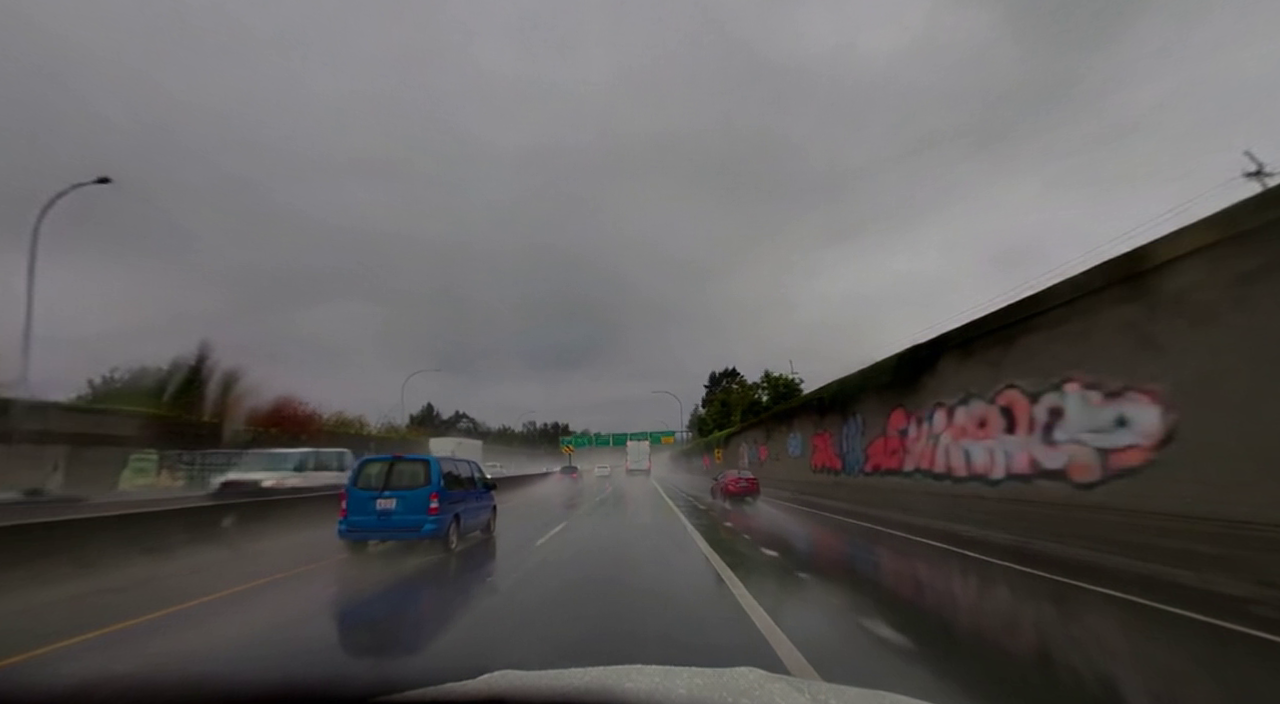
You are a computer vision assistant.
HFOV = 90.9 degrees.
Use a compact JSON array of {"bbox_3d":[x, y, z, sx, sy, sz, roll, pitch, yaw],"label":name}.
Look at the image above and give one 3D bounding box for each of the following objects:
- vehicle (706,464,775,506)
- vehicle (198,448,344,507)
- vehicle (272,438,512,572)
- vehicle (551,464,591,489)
[{"bbox_3d":[3.830,5.186,24.794,1.917,1.458,4.199,1,-10,-1],"label":"vehicle"},{"bbox_3d":[-12.928,4.452,22.593,2.125,1.796,5.031,1,-10,1],"label":"vehicle"},{"bbox_3d":[-3.544,2.314,10.147,2.004,1.610,4.508,1,-10,0],"label":"vehicle"},{"bbox_3d":[-4.323,7.847,39.817,2.054,1.443,4.131,1,-10,0],"label":"vehicle"}]
